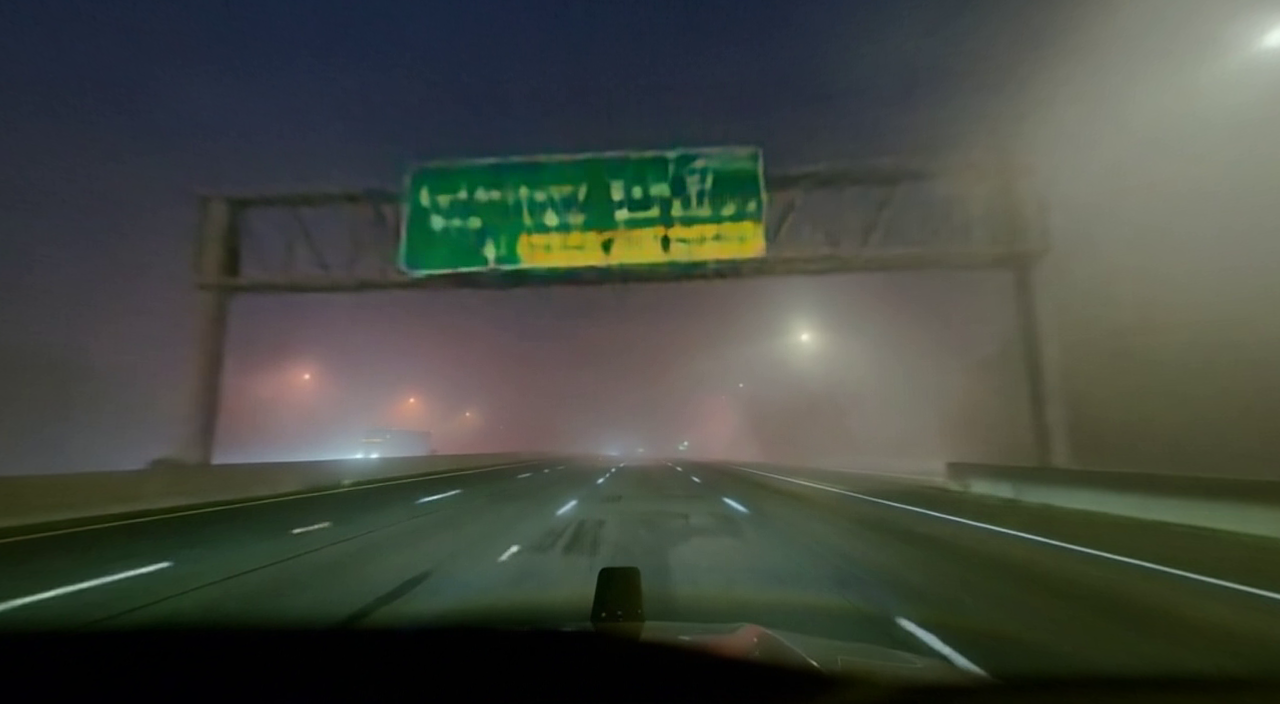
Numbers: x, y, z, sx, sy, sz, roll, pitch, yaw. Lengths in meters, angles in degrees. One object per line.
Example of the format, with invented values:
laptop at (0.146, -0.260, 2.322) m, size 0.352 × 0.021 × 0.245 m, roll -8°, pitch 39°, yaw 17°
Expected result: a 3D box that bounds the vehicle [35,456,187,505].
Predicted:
vehicle at (-18.214, 4.406, 21.956) m, size 1.832 × 1.479 × 3.871 m, roll 0°, pitch -9°, yaw 2°
